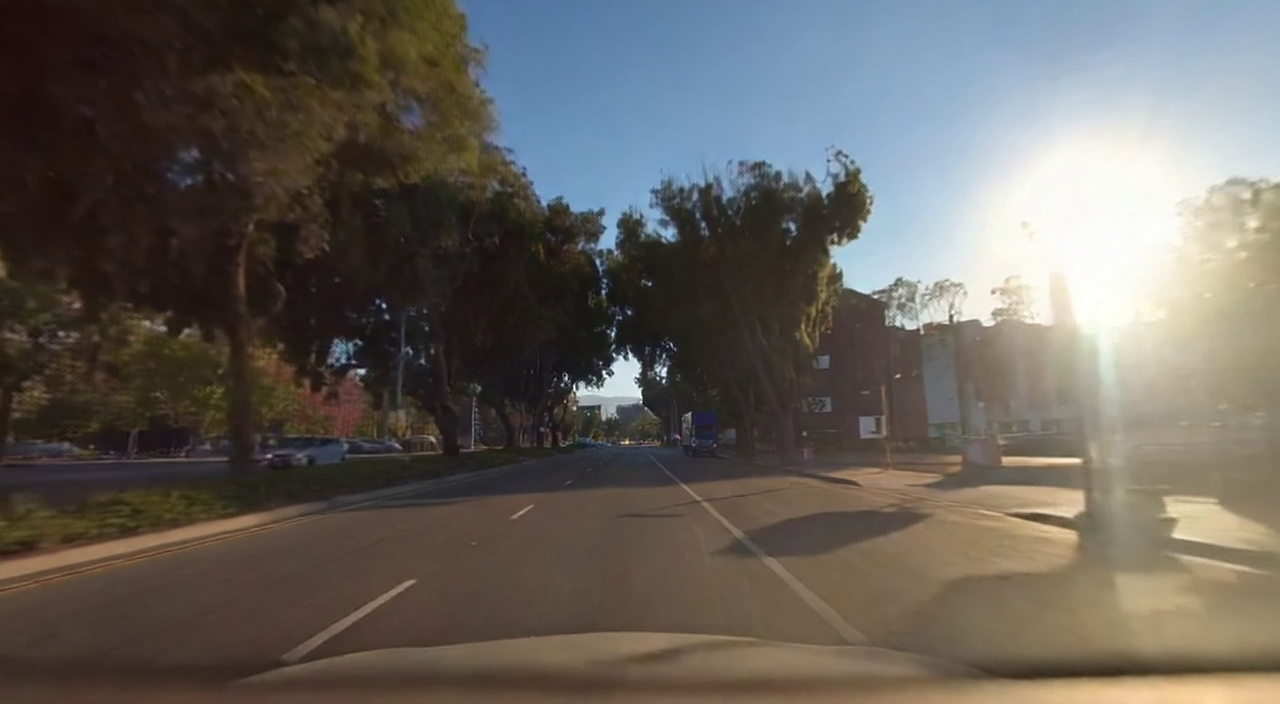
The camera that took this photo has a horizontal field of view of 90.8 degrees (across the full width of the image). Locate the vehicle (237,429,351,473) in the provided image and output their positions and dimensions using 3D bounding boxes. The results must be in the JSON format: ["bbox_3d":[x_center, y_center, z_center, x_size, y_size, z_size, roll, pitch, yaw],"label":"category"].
[{"bbox_3d":[-12.582,3.635,23.310,1.887,1.447,4.031,0,-8,0],"label":"vehicle"}]
